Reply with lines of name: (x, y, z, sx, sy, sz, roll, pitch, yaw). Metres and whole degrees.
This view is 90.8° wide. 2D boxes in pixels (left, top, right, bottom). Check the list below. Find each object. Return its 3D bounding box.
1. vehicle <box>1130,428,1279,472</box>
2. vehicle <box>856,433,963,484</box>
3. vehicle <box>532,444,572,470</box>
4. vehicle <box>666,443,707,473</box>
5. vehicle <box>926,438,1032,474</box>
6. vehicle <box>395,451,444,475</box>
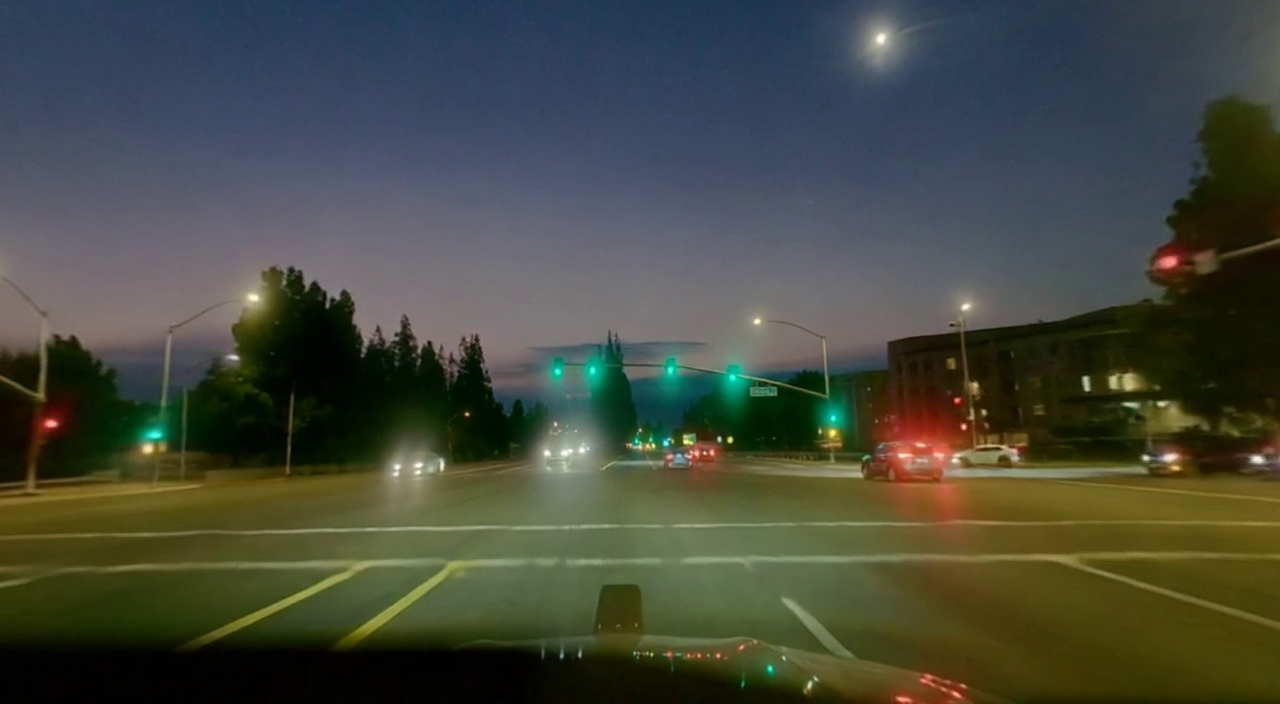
vehicle: (22.778, 3.918, 25.324, 4.475, 1.682, 2.044, 0, -9, 0)
vehicle: (9.468, 3.766, 22.615, 1.798, 1.621, 4.304, 0, -9, -2)
vehicle: (-5.864, 7.025, 42.525, 1.986, 1.502, 4.224, -4, -8, 0)
vehicle: (2.580, 6.003, 35.994, 1.917, 1.538, 4.259, 0, -9, -2)
vehicle: (18.843, 5.805, 35.380, 4.805, 1.619, 1.994, -7, -9, 19)
vehicle: (-16.248, 8.157, 46.770, 2.000, 1.602, 4.626, 0, -9, 0)
